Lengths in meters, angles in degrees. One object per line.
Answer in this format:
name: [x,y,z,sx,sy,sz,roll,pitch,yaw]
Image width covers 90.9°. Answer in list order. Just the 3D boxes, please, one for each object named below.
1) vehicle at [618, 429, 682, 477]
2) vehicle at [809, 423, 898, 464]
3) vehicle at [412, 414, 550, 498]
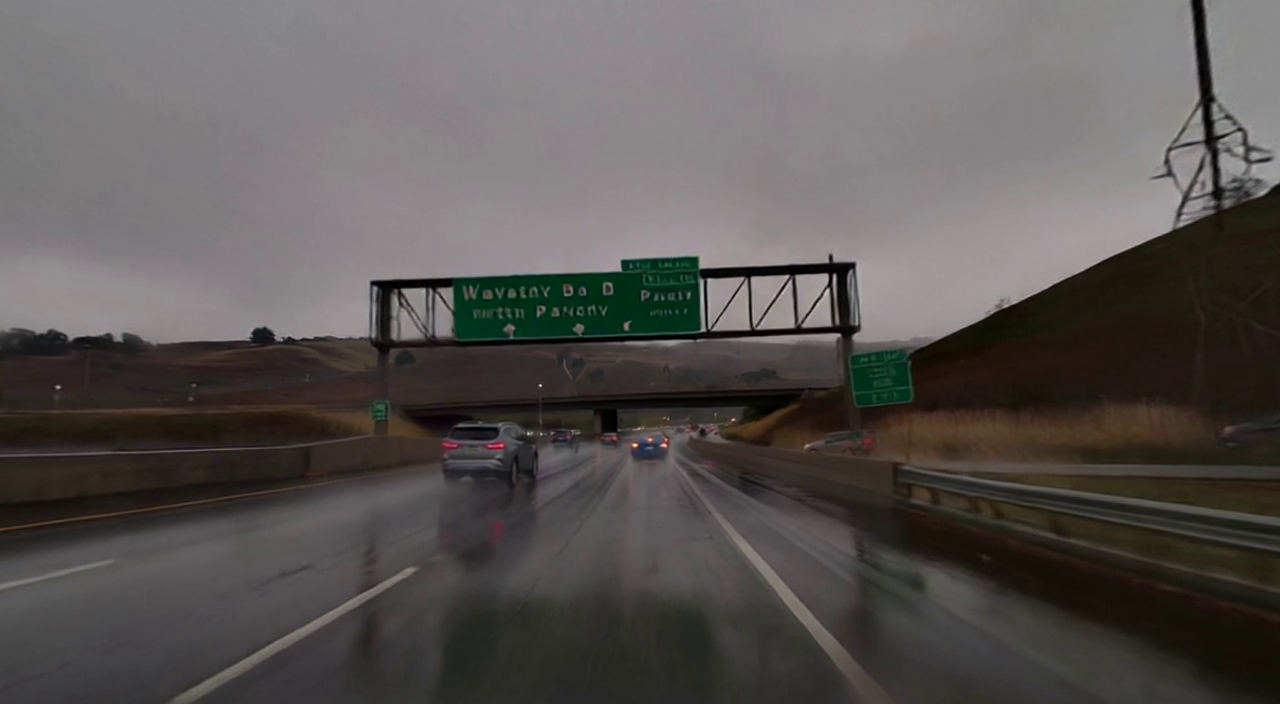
vehicle: [0.401,3.776,23.729,2.193,1.651,3.946,-1,-8,2]
vehicle: [14.608,6.380,43.729,2.571,2.571,6.876,2,-9,-12]
vehicle: [-3.884,2.680,16.498,2.228,1.845,4.847,-1,-8,2]
